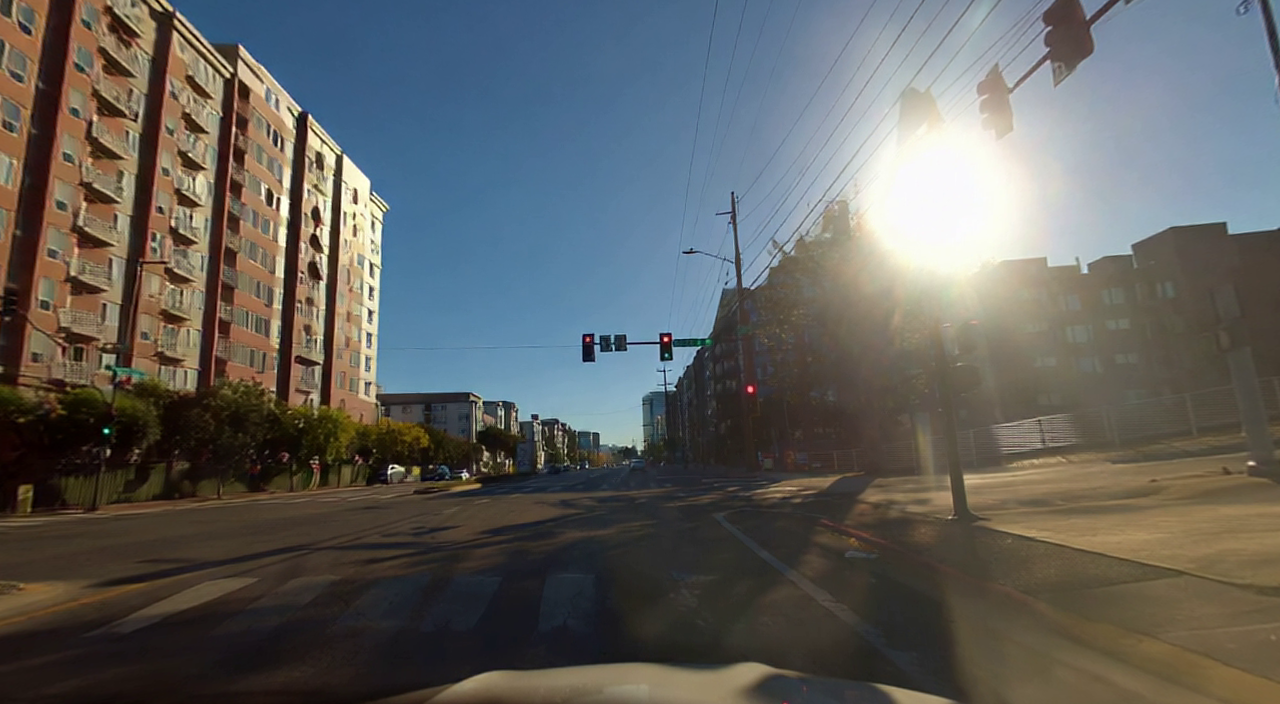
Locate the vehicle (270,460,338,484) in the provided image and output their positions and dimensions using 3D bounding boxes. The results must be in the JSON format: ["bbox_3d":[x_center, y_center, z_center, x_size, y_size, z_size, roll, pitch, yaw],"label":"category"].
[{"bbox_3d":[-24.653,8.806,46.281,3.882,1.600,1.768,0,-9,1],"label":"vehicle"}]
